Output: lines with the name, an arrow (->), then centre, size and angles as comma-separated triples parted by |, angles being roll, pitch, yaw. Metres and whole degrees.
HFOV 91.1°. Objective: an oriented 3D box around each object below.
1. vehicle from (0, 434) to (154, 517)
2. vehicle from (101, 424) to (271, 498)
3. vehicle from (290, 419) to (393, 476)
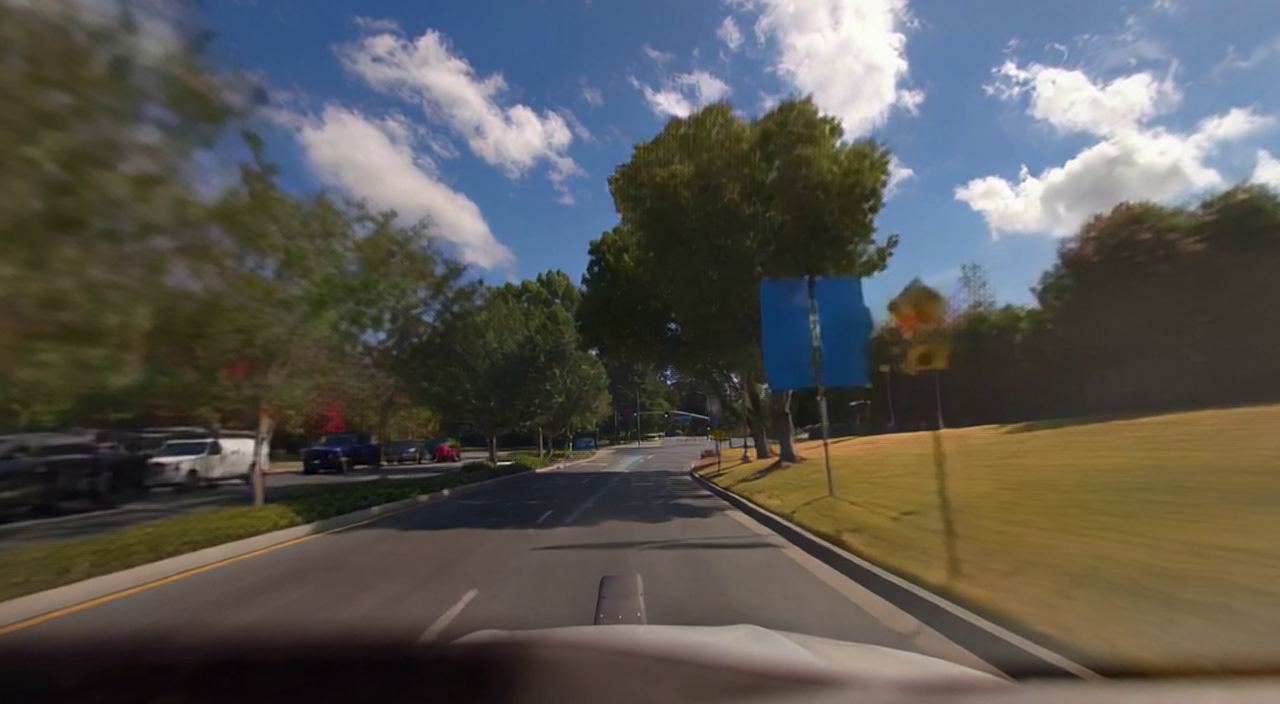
vehicle -> -17.017, 3.555, 18.547 | 2.273, 2.115, 4.667 | 1, -9, -12
vehicle -> -18.035, 4.362, 25.564 | 2.327, 2.595, 6.045 | -1, -9, 0
vehicle -> -18.313, 5.942, 39.162 | 2.739, 3.171, 7.030 | 1, -8, 1
